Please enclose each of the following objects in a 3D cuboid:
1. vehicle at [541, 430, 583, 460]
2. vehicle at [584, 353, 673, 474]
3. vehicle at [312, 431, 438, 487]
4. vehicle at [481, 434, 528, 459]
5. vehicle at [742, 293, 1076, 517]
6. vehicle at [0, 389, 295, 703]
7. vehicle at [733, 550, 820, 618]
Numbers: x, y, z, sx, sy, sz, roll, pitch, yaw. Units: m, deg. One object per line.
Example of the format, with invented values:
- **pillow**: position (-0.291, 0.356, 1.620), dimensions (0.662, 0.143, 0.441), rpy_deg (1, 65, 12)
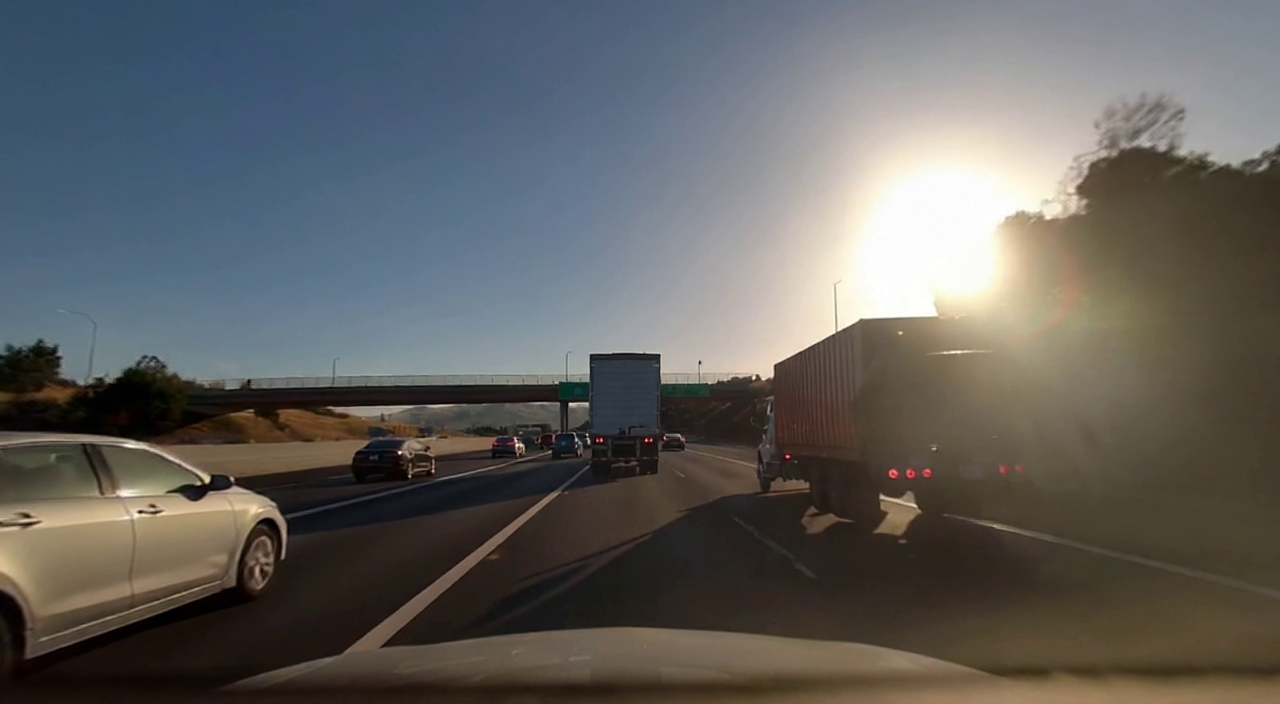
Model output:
- **vehicle**: position (-4.530, 5.471, 37.104), dimensions (1.986, 1.612, 4.155), rpy_deg (0, -8, 0)
- **vehicle**: position (-0.528, 2.688, 26.042), dimensions (2.938, 4.033, 9.980), rpy_deg (0, -8, -2)
- **vehicle**: position (-7.783, 3.149, 18.995), dimensions (1.909, 1.479, 4.425), rpy_deg (0, -8, 0)
- **vehicle**: position (-8.613, 6.025, 40.285), dimensions (2.019, 1.471, 4.347), rpy_deg (0, -8, 0)
- **vehicle**: position (5.830, 1.815, 18.057), dimensions (2.863, 3.936, 14.058), rpy_deg (0, -8, -2)
- **vehicle**: position (-3.871, 0.997, 3.378), dimensions (1.882, 1.493, 3.828), rpy_deg (0, -8, -1)
- **vehicle**: position (5.430, 9.333, 25.500), dimensions (2.835, 2.000, 2.696), rpy_deg (0, -8, -2)
